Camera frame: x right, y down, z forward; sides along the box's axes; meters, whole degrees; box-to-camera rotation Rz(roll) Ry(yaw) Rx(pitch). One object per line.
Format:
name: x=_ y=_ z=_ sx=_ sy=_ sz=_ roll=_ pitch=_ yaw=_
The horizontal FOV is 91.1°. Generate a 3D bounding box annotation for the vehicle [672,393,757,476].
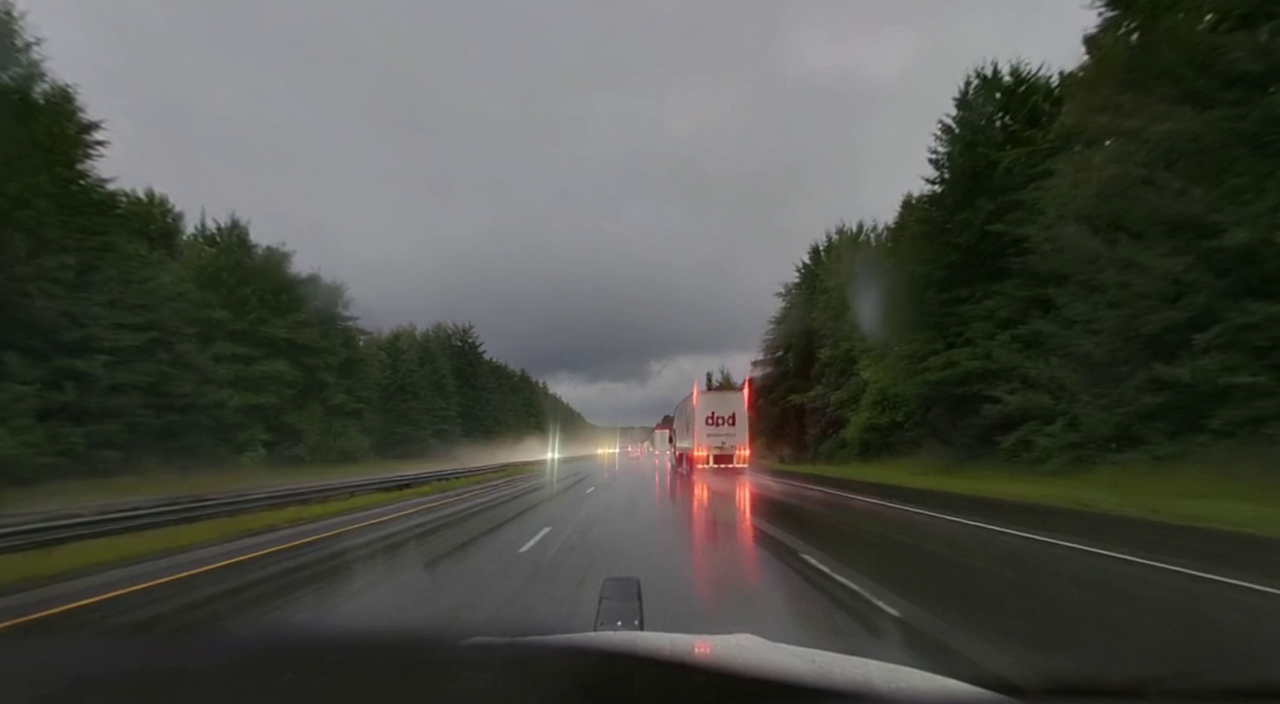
vehicle: x=3.947 y=5.076 z=37.467 sx=2.973 sy=4.007 sz=14.076 roll=0 pitch=-9 yaw=-1
